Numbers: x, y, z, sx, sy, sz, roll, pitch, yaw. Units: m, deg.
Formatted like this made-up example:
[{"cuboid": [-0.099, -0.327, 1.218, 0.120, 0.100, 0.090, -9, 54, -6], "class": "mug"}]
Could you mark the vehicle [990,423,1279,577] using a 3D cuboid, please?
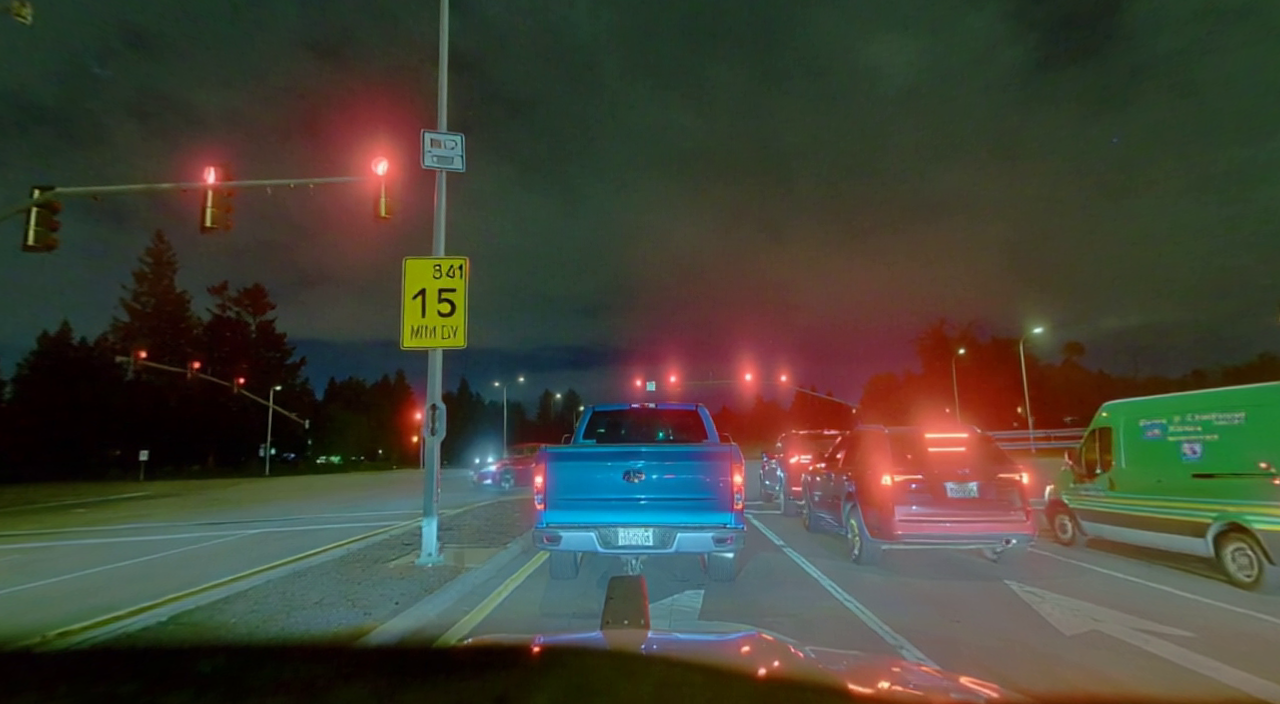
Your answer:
[{"cuboid": [6.823, 1.745, 8.270, 1.973, 1.470, 4.228, 0, -8, -1], "class": "vehicle"}]

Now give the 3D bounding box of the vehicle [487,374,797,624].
[{"cuboid": [0.041, 1.469, 7.326, 2.326, 1.880, 4.964, 0, -8, 1], "class": "vehicle"}]

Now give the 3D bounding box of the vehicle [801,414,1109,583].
[{"cuboid": [3.575, 1.721, 8.196, 1.981, 1.616, 4.006, 0, -8, 1], "class": "vehicle"}]
